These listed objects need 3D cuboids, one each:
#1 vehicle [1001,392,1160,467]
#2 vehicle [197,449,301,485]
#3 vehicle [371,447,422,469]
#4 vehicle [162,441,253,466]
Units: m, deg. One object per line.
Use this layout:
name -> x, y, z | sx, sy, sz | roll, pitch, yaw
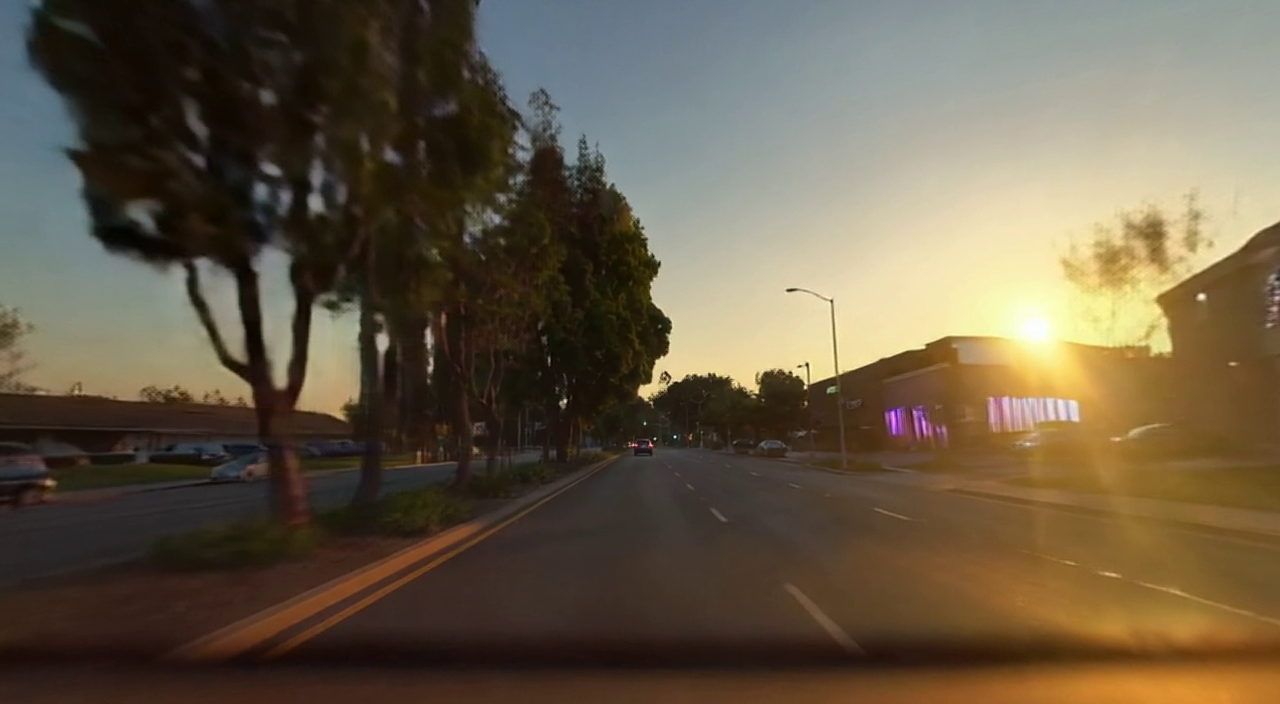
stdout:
vehicle -> 21.889, 4.001, 31.929 | 3.006, 3.375, 6.598 | 0, -8, -2
vehicle -> -18.995, 5.561, 30.943 | 1.814, 1.577, 5.024 | 0, -8, 1
vehicle -> -18.652, 8.129, 48.488 | 1.964, 1.618, 4.622 | 0, -8, 1
vehicle -> -27.630, 6.515, 40.403 | 4.336, 1.560, 1.980 | 0, -8, 0
